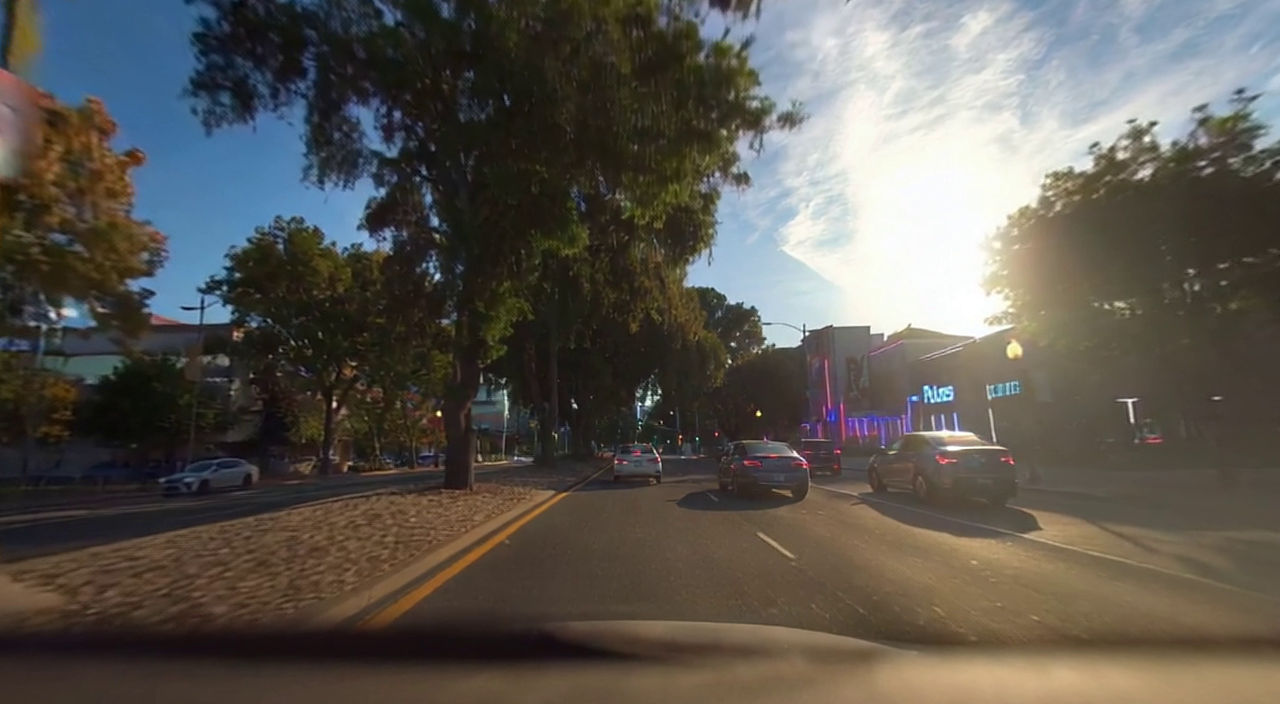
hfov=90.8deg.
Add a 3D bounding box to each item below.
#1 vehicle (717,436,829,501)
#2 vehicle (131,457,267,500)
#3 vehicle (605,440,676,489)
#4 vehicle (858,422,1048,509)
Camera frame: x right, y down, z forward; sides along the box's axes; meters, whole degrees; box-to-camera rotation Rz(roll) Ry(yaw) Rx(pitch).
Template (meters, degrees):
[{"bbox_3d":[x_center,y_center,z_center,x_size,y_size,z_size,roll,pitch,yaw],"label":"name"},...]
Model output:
[{"bbox_3d":[3.375,3.059,16.956,1.993,1.477,4.240,0,-9,-1],"label":"vehicle"},{"bbox_3d":[-17.542,5.018,25.498,2.069,1.460,4.716,0,-9,0],"label":"vehicle"},{"bbox_3d":[-0.023,3.665,20.920,2.101,1.444,4.248,0,-9,-1],"label":"vehicle"},{"bbox_3d":[7.113,2.650,15.135,2.052,1.708,4.842,0,-9,0],"label":"vehicle"}]
